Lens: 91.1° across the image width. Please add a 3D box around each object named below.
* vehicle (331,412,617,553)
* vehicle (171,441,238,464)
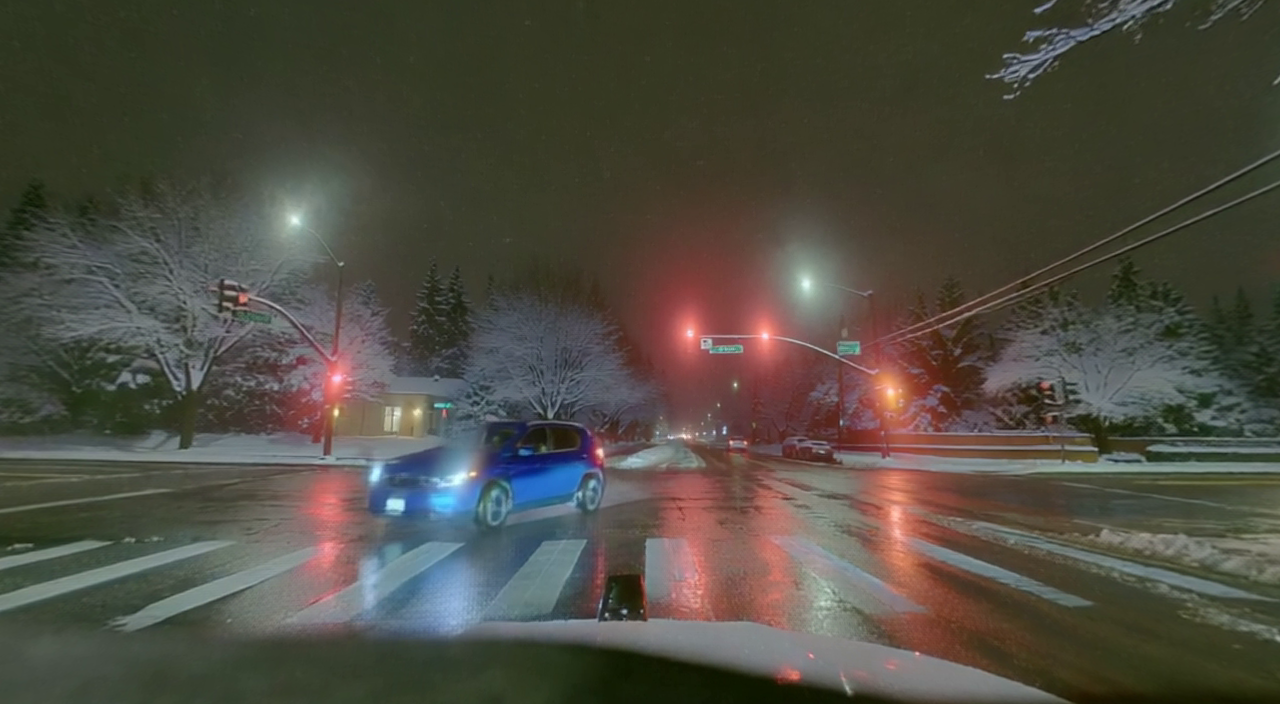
[{"bbox_3d":[-2.399,2.028,10.531,2.134,1.768,4.580,-4,-9,25],"label":"vehicle"},{"bbox_3d":[-29.091,6.706,42.068,1.696,1.431,3.686,-1,-8,3],"label":"vehicle"}]
